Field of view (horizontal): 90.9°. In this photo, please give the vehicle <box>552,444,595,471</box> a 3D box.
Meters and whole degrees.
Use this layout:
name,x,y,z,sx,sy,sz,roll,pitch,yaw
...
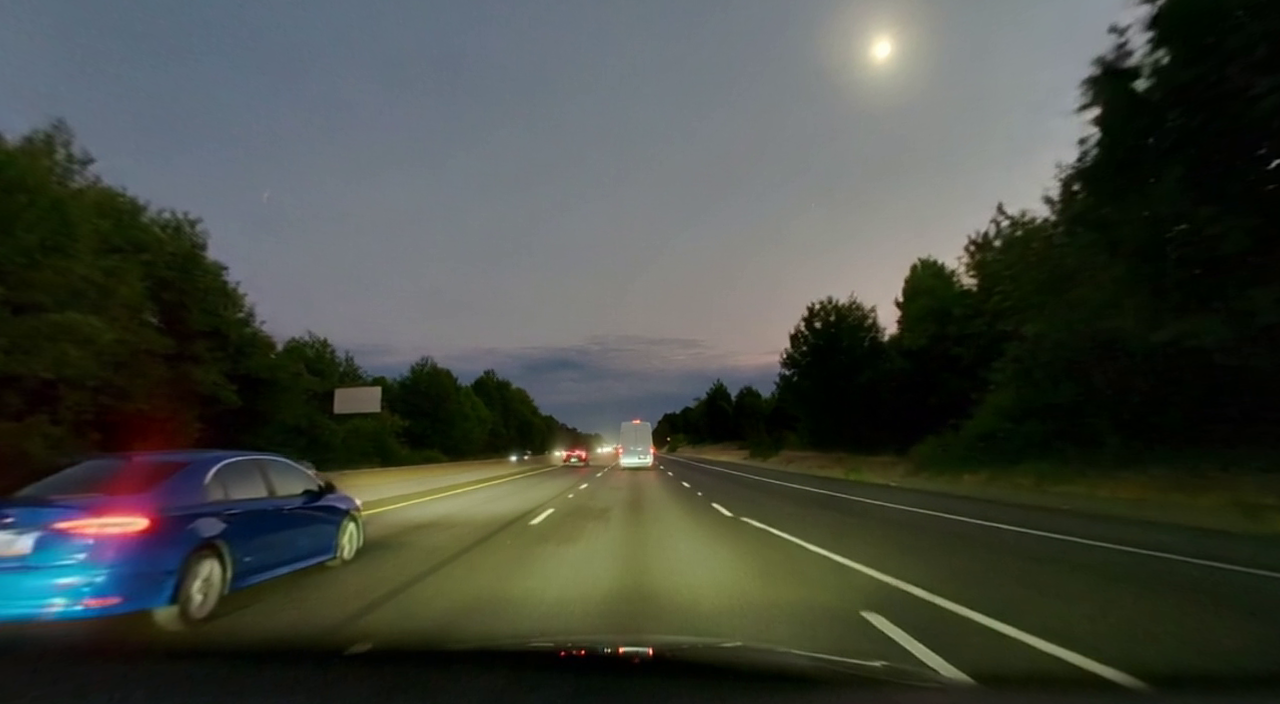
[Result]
name,x,y,z,sx,sy,sz,roll,pitch,yaw
vehicle,-4.284,6.902,41.554,2.311,1.655,4.382,0,-9,1

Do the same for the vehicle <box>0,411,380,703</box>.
name,x,y,z,sx,sy,sz,roll,pitch,yaw
vehicle,-3.853,1.309,4.693,1.916,1.506,4.476,0,-9,0
